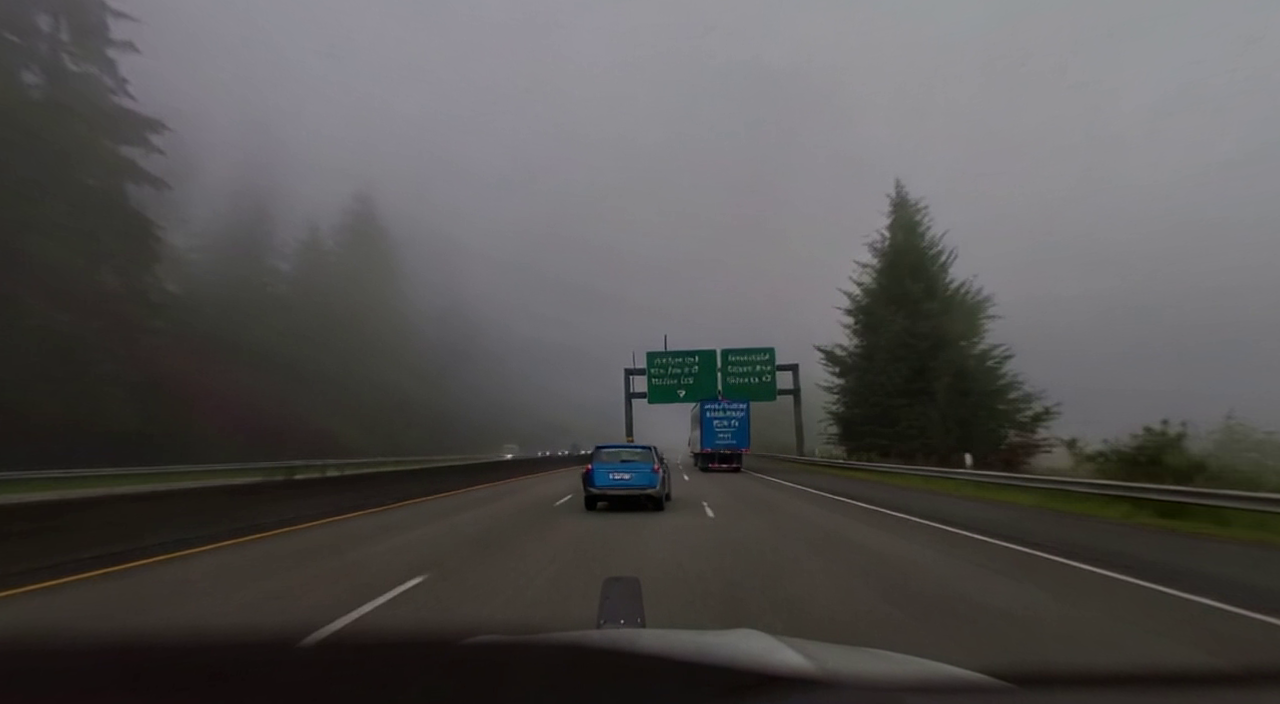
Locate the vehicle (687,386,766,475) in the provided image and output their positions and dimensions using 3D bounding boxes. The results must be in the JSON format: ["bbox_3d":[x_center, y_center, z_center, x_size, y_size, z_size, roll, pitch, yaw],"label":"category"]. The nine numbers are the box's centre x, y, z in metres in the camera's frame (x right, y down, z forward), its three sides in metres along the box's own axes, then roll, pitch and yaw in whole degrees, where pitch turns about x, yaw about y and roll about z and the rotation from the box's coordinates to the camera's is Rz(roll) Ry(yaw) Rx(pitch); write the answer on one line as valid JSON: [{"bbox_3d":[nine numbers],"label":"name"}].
[{"bbox_3d":[4.433,4.644,35.630,2.960,4.018,13.834,0,-9,2],"label":"vehicle"}]

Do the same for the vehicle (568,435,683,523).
[{"bbox_3d":[-0.204,2.625,13.520,2.039,1.532,4.610,0,-9,1],"label":"vehicle"}]
